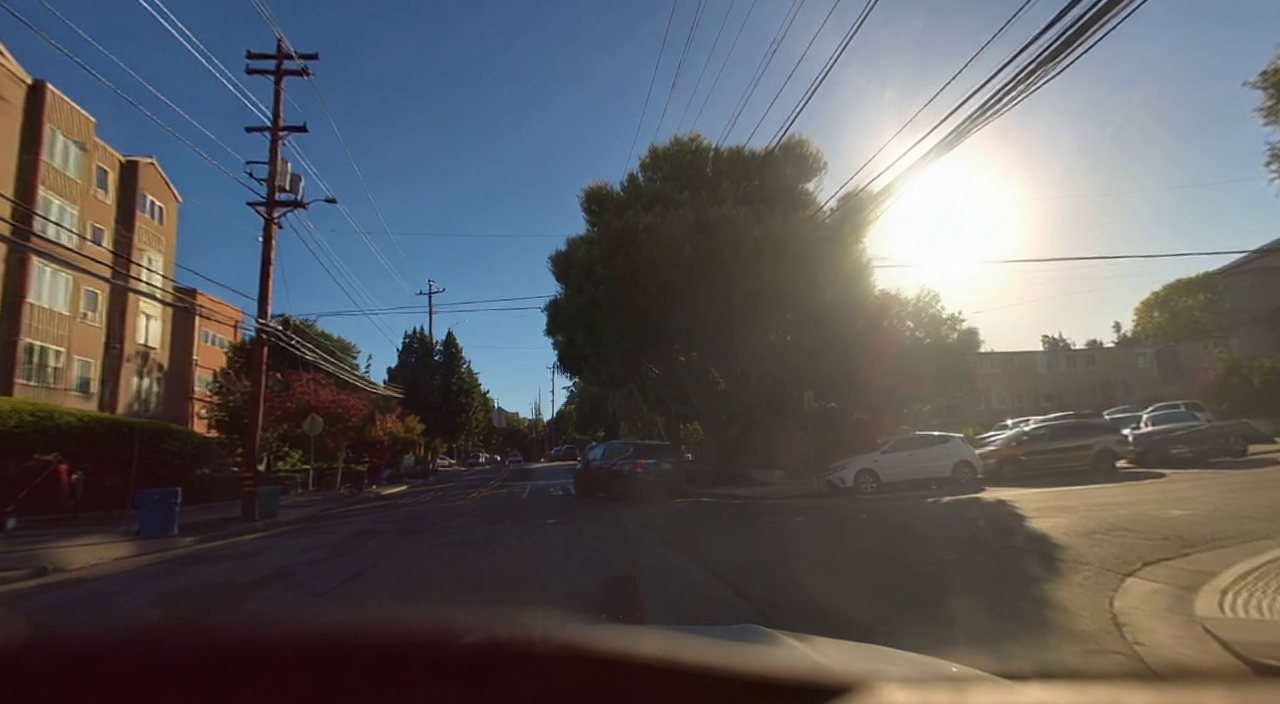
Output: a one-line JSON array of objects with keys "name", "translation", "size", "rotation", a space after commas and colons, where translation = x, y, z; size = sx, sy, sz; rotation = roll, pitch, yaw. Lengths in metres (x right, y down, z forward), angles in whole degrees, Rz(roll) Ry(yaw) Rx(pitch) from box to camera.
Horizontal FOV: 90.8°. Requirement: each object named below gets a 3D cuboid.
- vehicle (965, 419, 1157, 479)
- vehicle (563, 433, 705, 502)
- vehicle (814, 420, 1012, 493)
[{"name": "vehicle", "translation": [12.962, 3.017, 19.563], "size": [4.830, 1.490, 1.878], "rotation": [-1, -11, -11]}, {"name": "vehicle", "translation": [-0.340, 3.586, 20.076], "size": [2.155, 1.872, 4.790], "rotation": [6, -11, -35]}, {"name": "vehicle", "translation": [7.893, 3.061, 18.475], "size": [4.877, 1.755, 1.918], "rotation": [-1, -11, -11]}]
